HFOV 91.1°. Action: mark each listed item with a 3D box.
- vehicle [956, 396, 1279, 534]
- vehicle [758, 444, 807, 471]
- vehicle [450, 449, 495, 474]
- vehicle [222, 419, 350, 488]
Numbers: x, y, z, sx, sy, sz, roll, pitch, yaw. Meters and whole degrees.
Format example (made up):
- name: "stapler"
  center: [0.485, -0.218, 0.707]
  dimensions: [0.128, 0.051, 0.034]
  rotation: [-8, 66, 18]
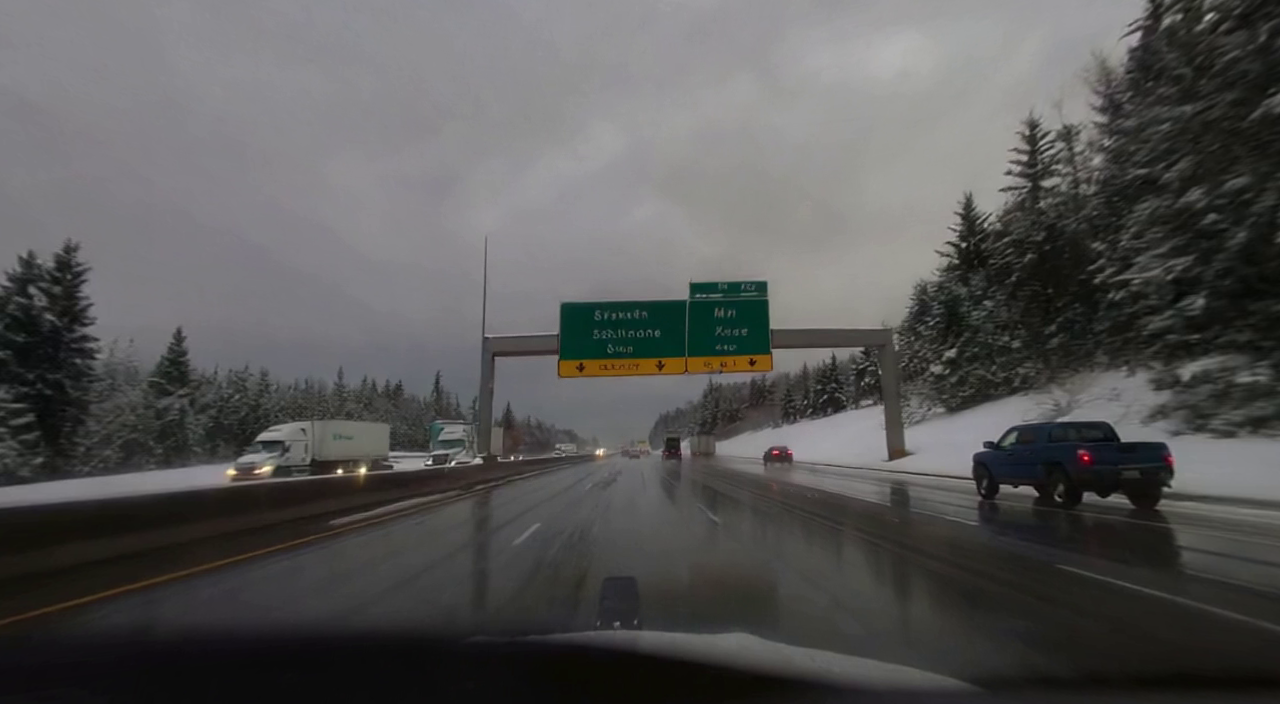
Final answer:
- name: "vehicle"
  center: [8.764, 2.135, 12.351]
  dimensions: [2.184, 2.052, 5.650]
  rotation: [-1, -9, 0]
- name: "vehicle"
  center: [9.161, 6.833, 40.810]
  dimensions: [1.950, 1.632, 4.845]
  rotation: [0, -9, -1]
- name: "vehicle"
  center: [-12.774, 8.358, 48.233]
  dimensions: [2.018, 1.849, 4.922]
  rotation: [0, -9, 0]
- name: "vehicle"
  center: [-23.254, 6.766, 42.216]
  dimensions: [3.189, 4.074, 9.572]
  rotation: [0, -9, -2]
